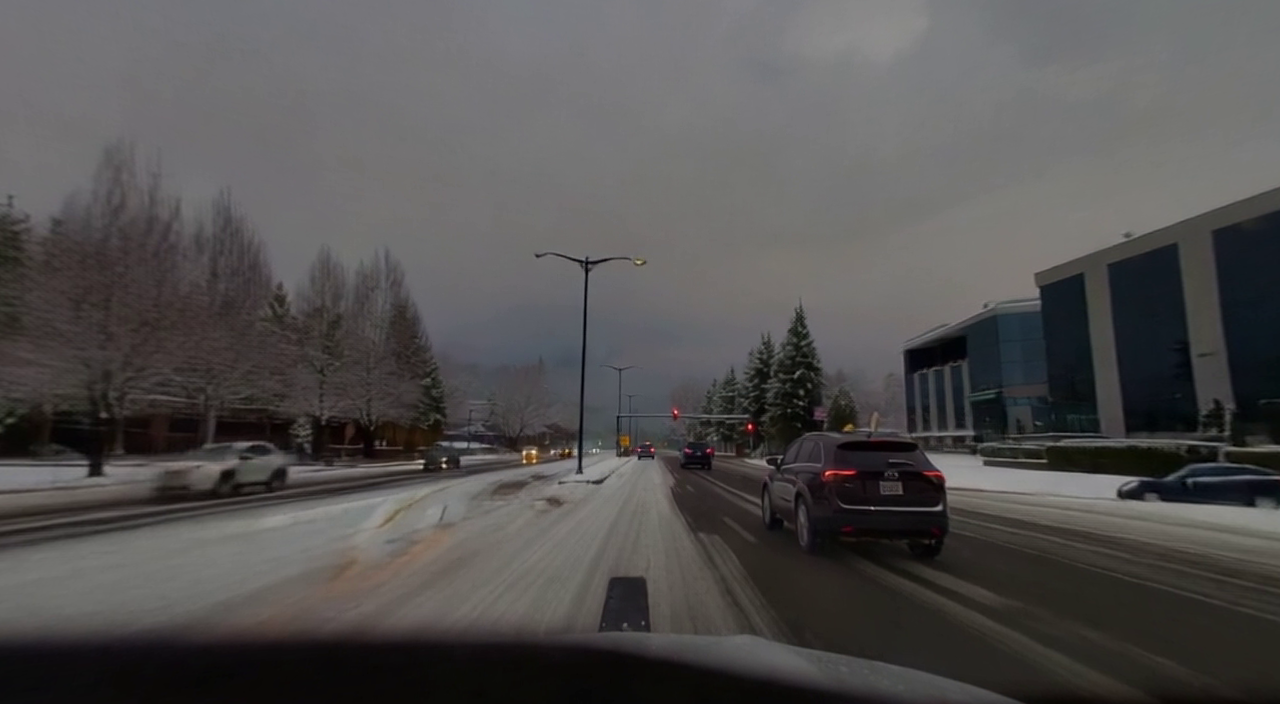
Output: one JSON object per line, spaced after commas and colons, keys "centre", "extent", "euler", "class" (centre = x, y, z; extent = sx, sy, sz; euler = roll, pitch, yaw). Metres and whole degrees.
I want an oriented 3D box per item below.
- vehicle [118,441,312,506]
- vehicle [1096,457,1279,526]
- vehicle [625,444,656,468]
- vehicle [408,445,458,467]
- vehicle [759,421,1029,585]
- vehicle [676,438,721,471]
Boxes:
{"centre": [-11.105, 3.172, 17.000], "extent": [1.969, 1.488, 4.612], "euler": [0, -8, 0], "class": "vehicle"}
{"centre": [15.283, 3.727, 17.234], "extent": [4.398, 1.634, 2.031], "euler": [-6, -10, 35], "class": "vehicle"}
{"centre": [0.026, 6.866, 41.671], "extent": [1.991, 1.477, 3.814], "euler": [0, -8, 0], "class": "vehicle"}
{"centre": [-14.810, 7.455, 45.325], "extent": [1.978, 1.443, 4.678], "euler": [0, -8, 0], "class": "vehicle"}
{"centre": [2.938, 1.809, 8.374], "extent": [1.901, 1.634, 3.896], "euler": [0, -8, -1], "class": "vehicle"}
{"centre": [3.461, 6.171, 38.228], "extent": [2.154, 1.844, 4.634], "euler": [0, -8, -1], "class": "vehicle"}
